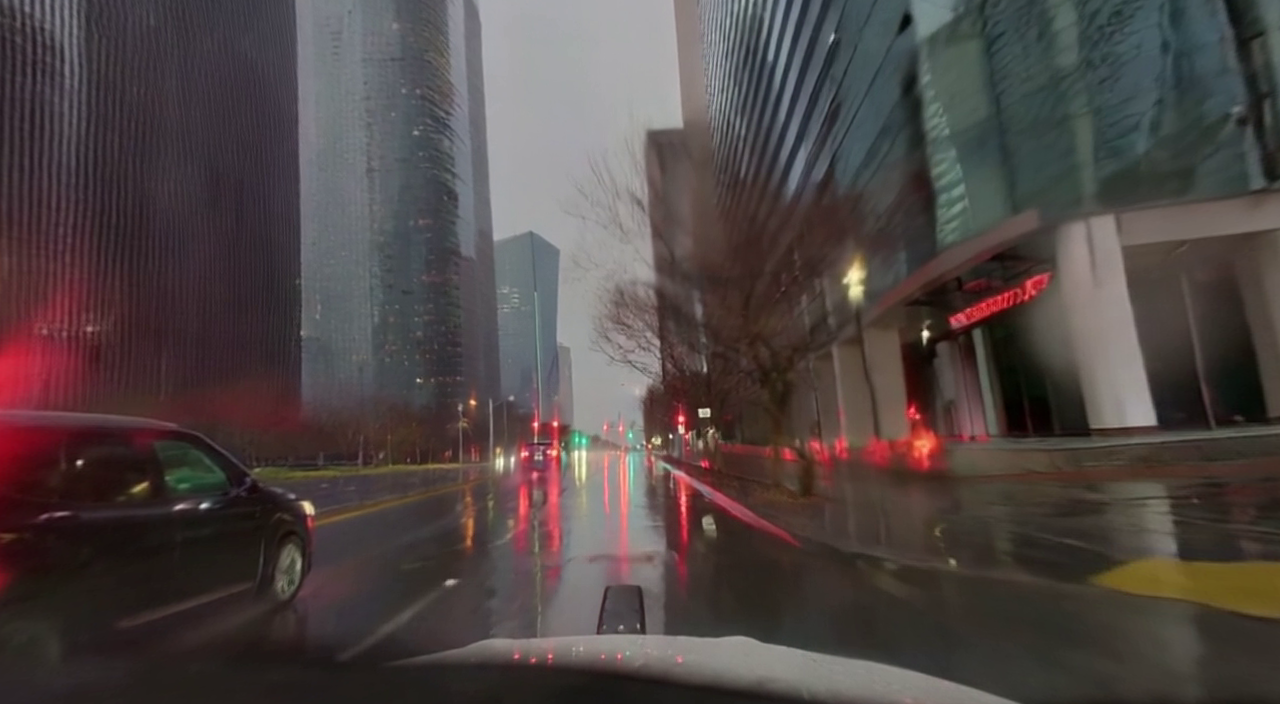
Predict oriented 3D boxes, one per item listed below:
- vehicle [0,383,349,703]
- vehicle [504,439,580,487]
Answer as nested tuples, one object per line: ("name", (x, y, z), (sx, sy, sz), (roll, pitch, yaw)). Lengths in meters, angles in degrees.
("vehicle", (-4.490, 1.283, 4.916), (2.169, 1.741, 4.588), (0, -9, 1))
("vehicle", (-4.077, 4.736, 27.130), (2.384, 1.849, 5.009), (0, -9, 1))
